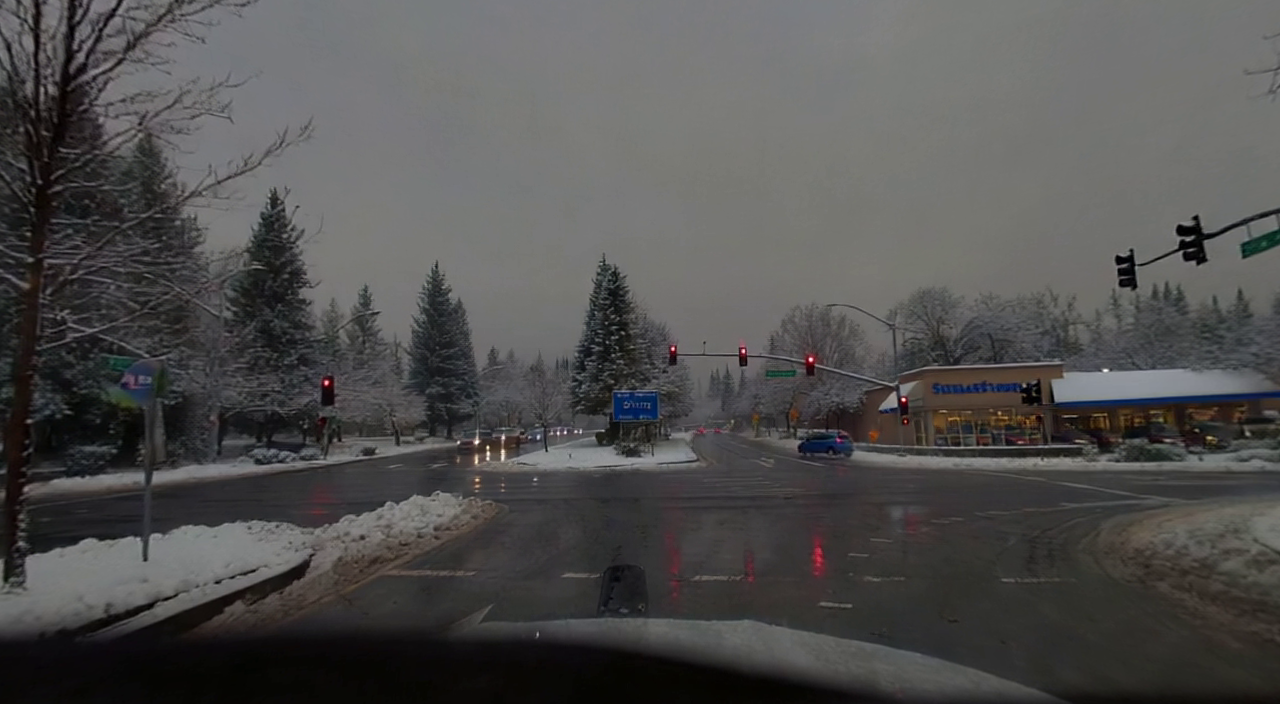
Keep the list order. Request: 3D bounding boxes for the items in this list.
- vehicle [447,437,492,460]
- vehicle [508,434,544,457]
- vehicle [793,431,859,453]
[{"bbox_3d":[-11.787,6.691,43.891,2.111,1.499,4.371,0,-9,-3],"label":"vehicle"},{"bbox_3d":[-8.075,6.664,45.084,1.920,1.546,4.086,0,-9,-1],"label":"vehicle"},{"bbox_3d":[13.146,6.448,44.850,1.781,1.448,4.560,4,-10,-26],"label":"vehicle"}]
